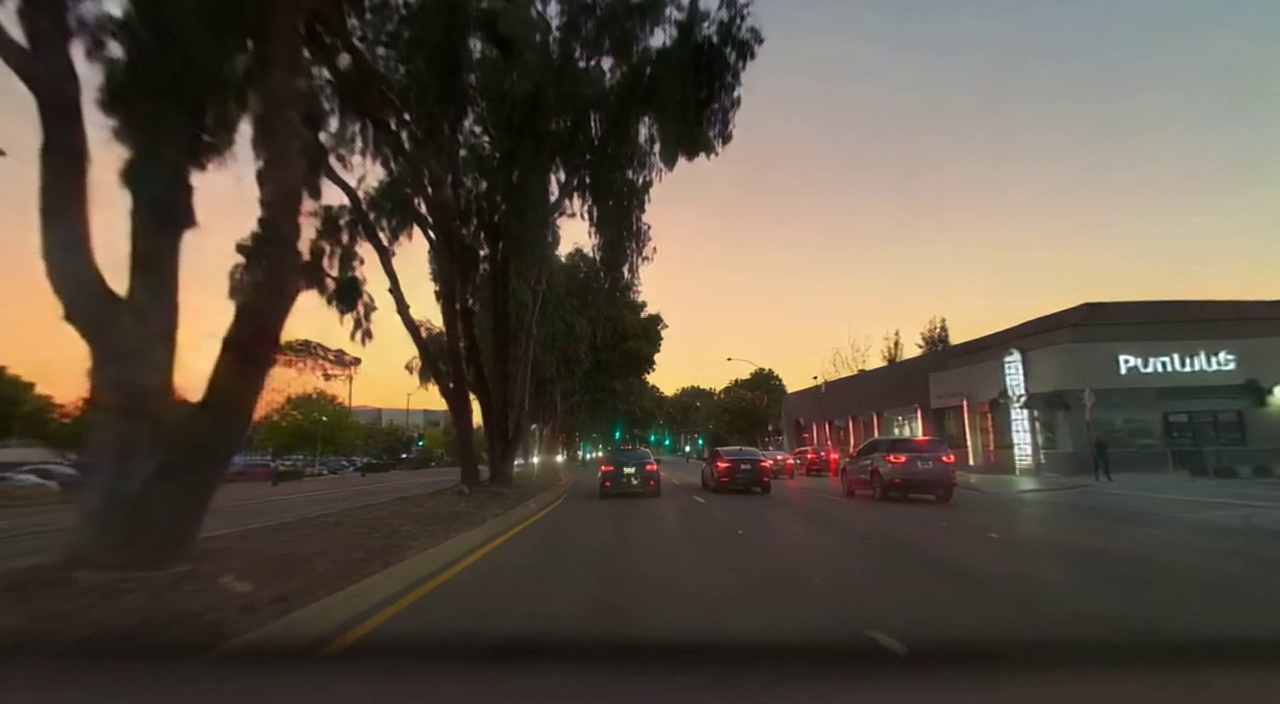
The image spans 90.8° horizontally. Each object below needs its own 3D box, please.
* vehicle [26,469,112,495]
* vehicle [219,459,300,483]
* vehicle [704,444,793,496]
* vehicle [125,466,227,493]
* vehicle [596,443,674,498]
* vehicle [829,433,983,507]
[{"bbox_3d":[-41.097,9.329,45.624,1.864,1.585,4.629,-1,-9,-1],"label":"vehicle"},{"bbox_3d":[-28.005,8.770,46.585,4.640,1.640,2.026,-1,-9,1],"label":"vehicle"},{"bbox_3d":[3.362,3.742,20.378,1.993,1.477,4.240,0,-9,-2],"label":"vehicle"},{"bbox_3d":[-28.200,7.770,38.468,4.693,1.499,1.838,0,-9,0],"label":"vehicle"},{"bbox_3d":[-0.225,3.554,19.271,2.101,1.444,4.248,0,-9,-2],"label":"vehicle"},{"bbox_3d":[7.035,3.180,17.426,2.052,1.708,4.842,0,-9,-1],"label":"vehicle"}]
